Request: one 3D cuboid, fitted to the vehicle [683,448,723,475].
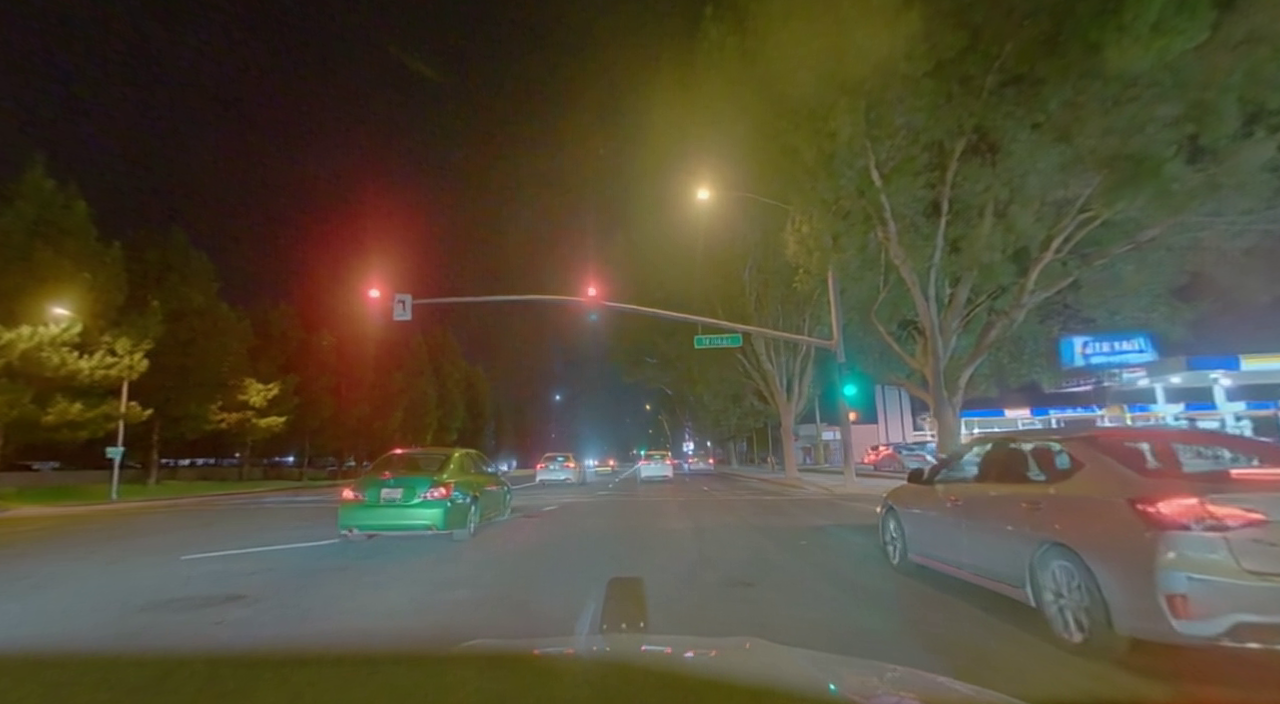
[{"bbox_3d":[3.769,6.626,38.320,1.920,1.479,4.548,0,-8,-1],"label":"vehicle"}]

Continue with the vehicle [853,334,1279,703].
[{"bbox_3d":[3.472,1.141,4.981,1.992,1.805,4.549,0,-8,1],"label":"vehicle"}]

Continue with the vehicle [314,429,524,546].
[{"bbox_3d":[-3.706,2.357,11.754,2.023,1.687,4.874,0,-8,2],"label":"vehicle"}]

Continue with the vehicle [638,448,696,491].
[{"bbox_3d":[0.944,4.372,23.811,1.994,1.433,3.894,0,-8,0],"label":"vehicle"}]

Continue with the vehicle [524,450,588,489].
[{"bbox_3d":[-3.418,4.860,26.482,1.995,1.436,4.500,0,-8,1],"label":"vehicle"}]
